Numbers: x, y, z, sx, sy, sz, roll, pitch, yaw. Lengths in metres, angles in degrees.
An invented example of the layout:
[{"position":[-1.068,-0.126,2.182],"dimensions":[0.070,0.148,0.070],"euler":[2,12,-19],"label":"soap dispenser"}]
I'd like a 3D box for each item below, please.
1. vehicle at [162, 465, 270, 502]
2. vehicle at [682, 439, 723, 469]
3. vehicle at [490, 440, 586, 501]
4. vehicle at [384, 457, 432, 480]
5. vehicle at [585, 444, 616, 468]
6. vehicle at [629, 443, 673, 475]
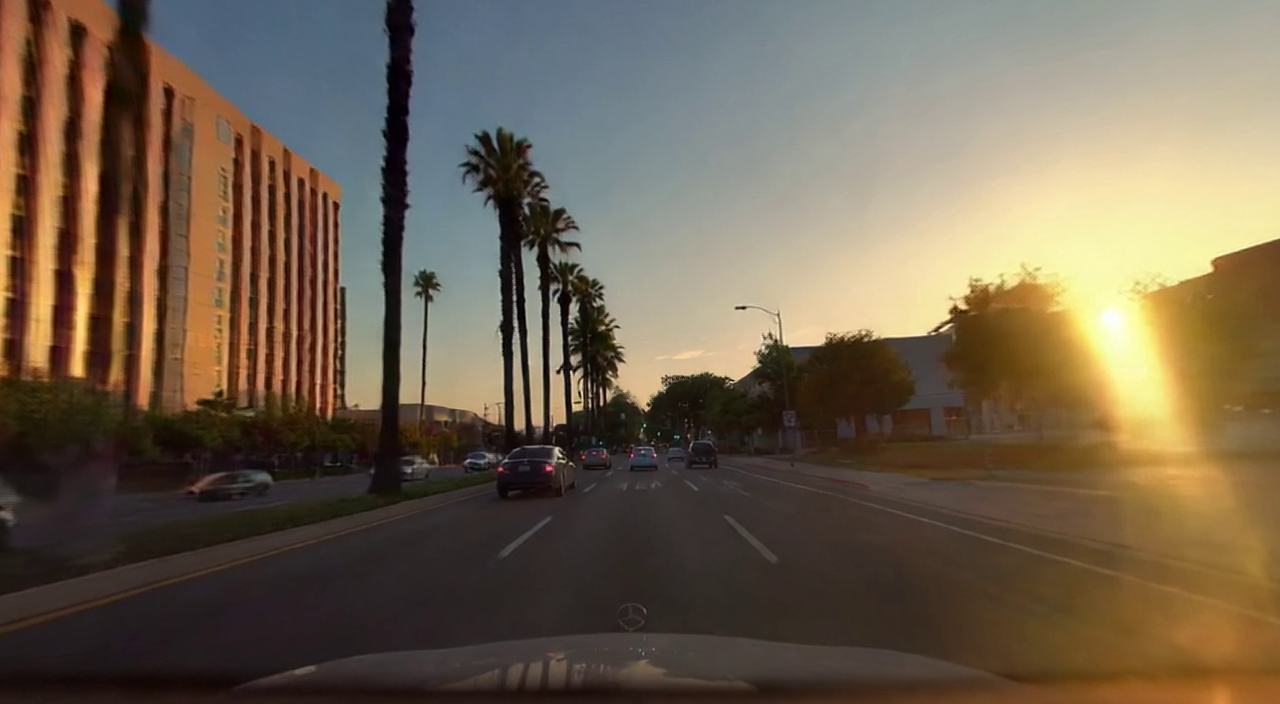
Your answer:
[{"position":[-20.365,6.293,30.588],"dimensions":[1.853,1.455,4.781],"euler":[-1,-8,1],"label":"vehicle"},{"position":[3.939,6.489,40.468],"dimensions":[2.108,1.785,4.334],"euler":[0,-8,-1],"label":"vehicle"},{"position":[-2.761,3.315,18.091],"dimensions":[1.908,1.505,4.369],"euler":[-1,-8,2],"label":"vehicle"},{"position":[-17.154,8.623,46.895],"dimensions":[1.870,1.511,4.358],"euler":[-1,-8,1],"label":"vehicle"},{"position":[-2.933,7.827,47.764],"dimensions":[2.168,1.719,4.283],"euler":[0,-8,-1],"label":"vehicle"},{"position":[0.541,5.472,32.497],"dimensions":[2.147,1.507,3.953],"euler":[-1,-8,0],"label":"vehicle"}]
